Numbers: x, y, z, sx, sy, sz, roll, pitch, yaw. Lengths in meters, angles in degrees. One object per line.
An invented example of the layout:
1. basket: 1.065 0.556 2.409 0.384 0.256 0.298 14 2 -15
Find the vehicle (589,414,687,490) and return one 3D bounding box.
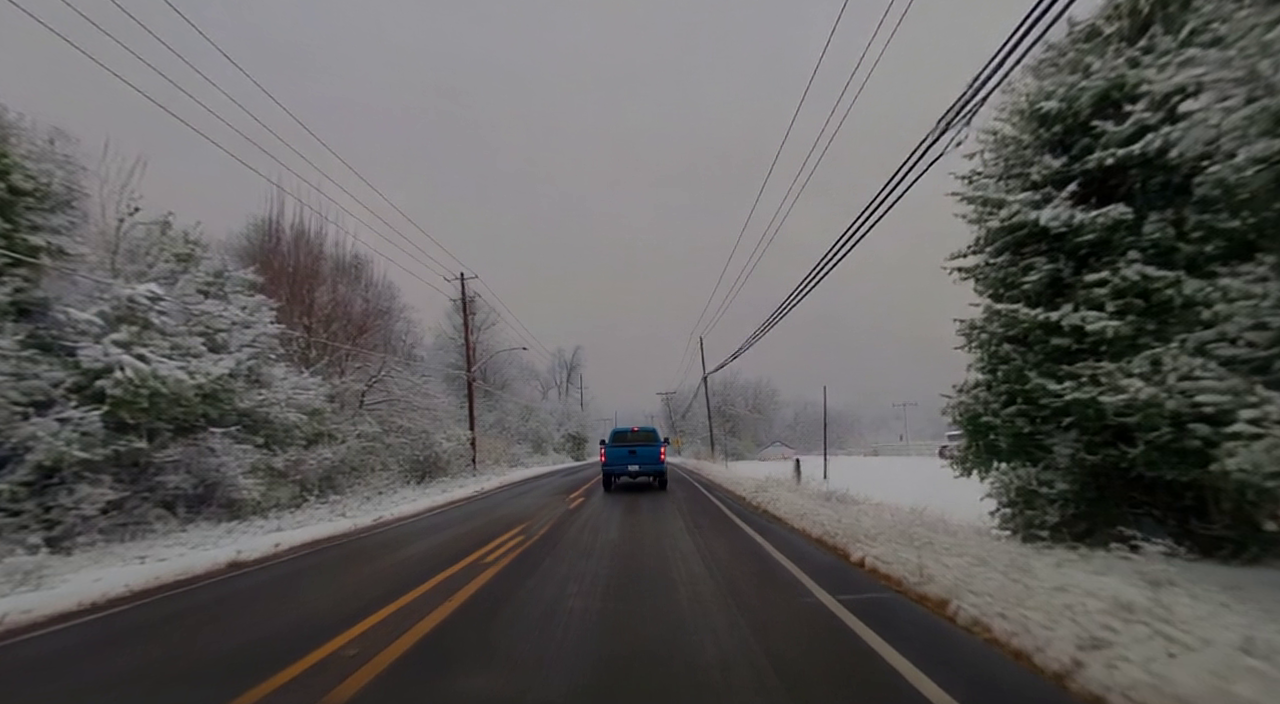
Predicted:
1. vehicle: -0.098 3.690 23.437 3.021 2.326 7.410 0 -9 -1
